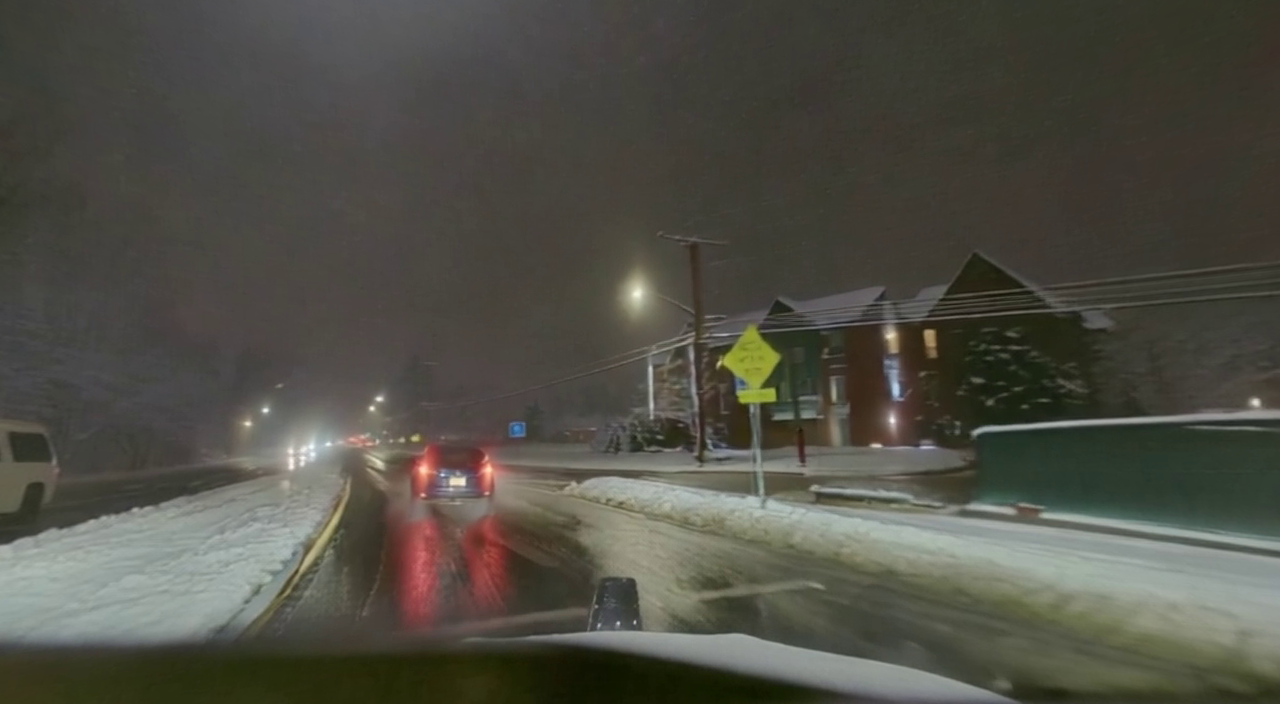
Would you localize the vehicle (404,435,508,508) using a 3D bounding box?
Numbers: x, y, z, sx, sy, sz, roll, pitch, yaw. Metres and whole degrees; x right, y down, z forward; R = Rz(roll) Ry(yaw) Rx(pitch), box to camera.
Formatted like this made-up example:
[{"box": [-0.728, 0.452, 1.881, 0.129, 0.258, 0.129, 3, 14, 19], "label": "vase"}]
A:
[{"box": [-4.617, 2.837, 15.401, 2.014, 1.525, 3.670, 3, -9, -22], "label": "vehicle"}]
